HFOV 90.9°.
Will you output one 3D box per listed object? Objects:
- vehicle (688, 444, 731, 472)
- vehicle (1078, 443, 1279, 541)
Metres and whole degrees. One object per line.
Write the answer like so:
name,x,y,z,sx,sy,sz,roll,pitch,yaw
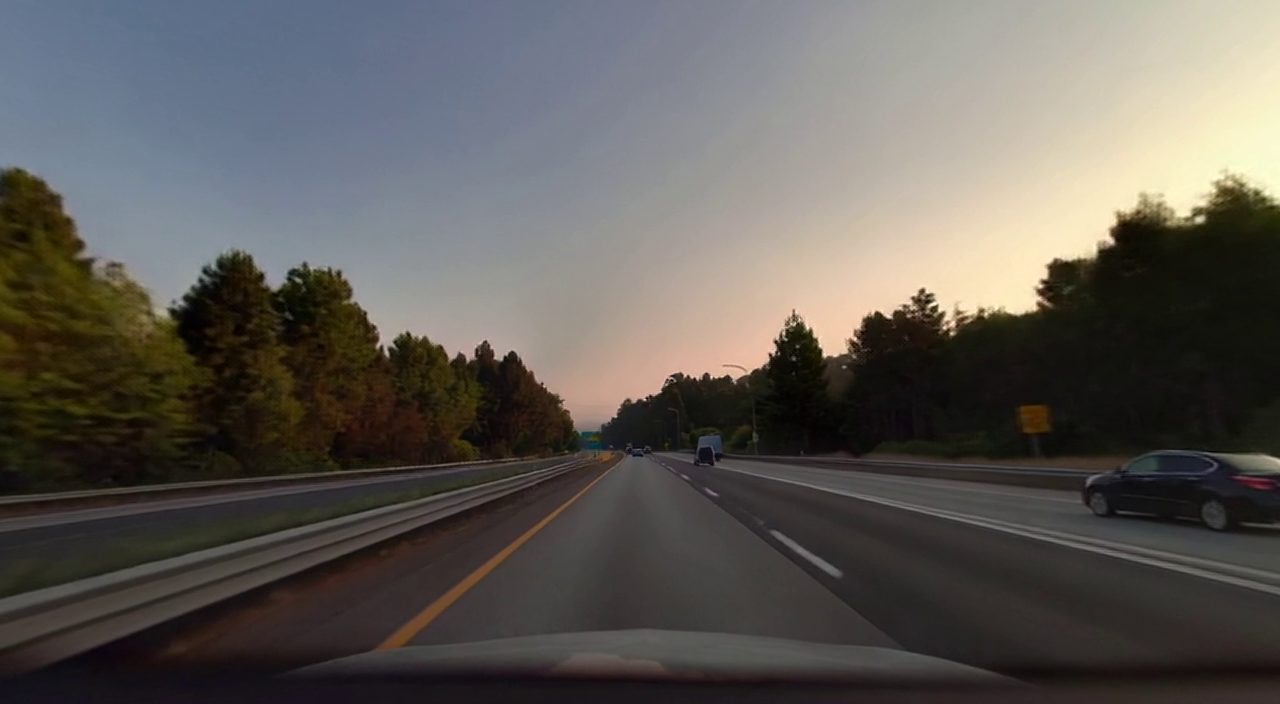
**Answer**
vehicle,4.258,6.531,39.039,2.058,1.605,4.116,0,-9,-2
vehicle,10.024,2.317,11.000,1.926,1.386,3.719,0,-9,-3
